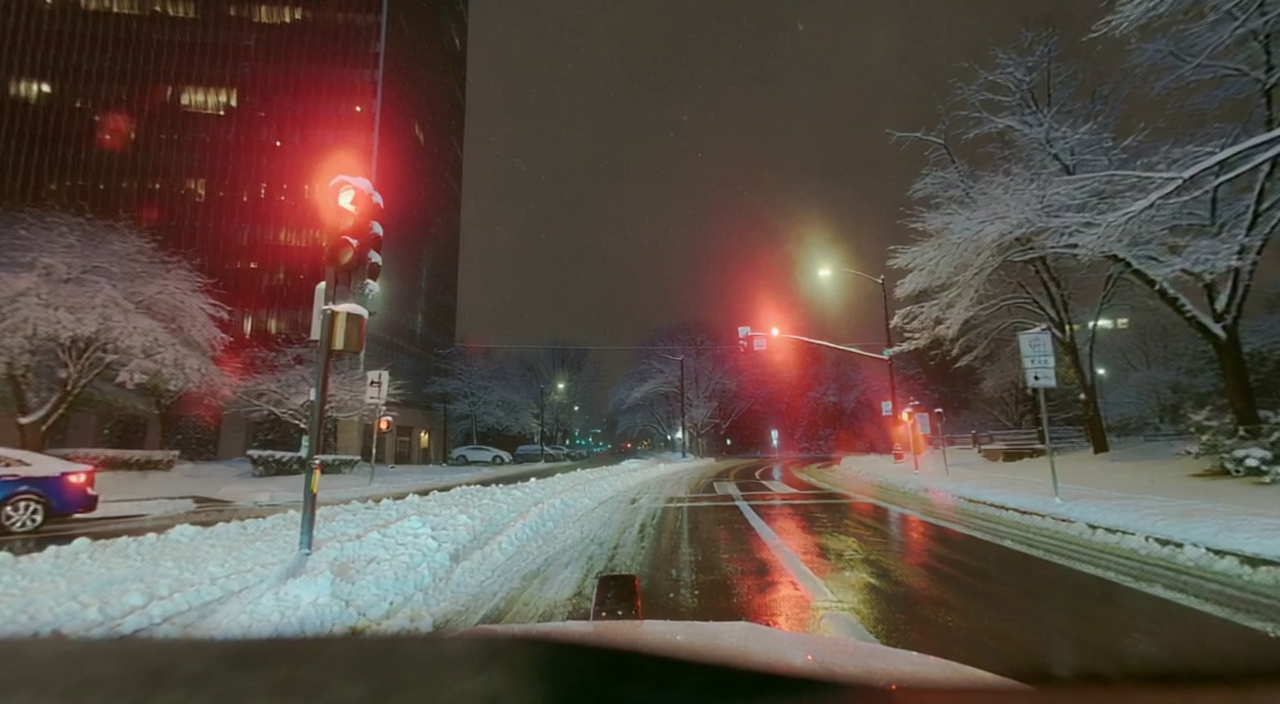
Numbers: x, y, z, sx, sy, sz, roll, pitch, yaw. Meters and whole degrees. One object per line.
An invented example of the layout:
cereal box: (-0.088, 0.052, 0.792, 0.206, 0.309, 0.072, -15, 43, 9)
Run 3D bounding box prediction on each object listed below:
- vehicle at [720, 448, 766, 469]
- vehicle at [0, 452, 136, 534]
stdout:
vehicle: (7.858, 8.123, 48.418, 1.829, 1.440, 4.384, 2, -9, -14)
vehicle: (-12.858, 2.715, 12.273, 4.598, 1.490, 1.816, 7, -11, -40)
